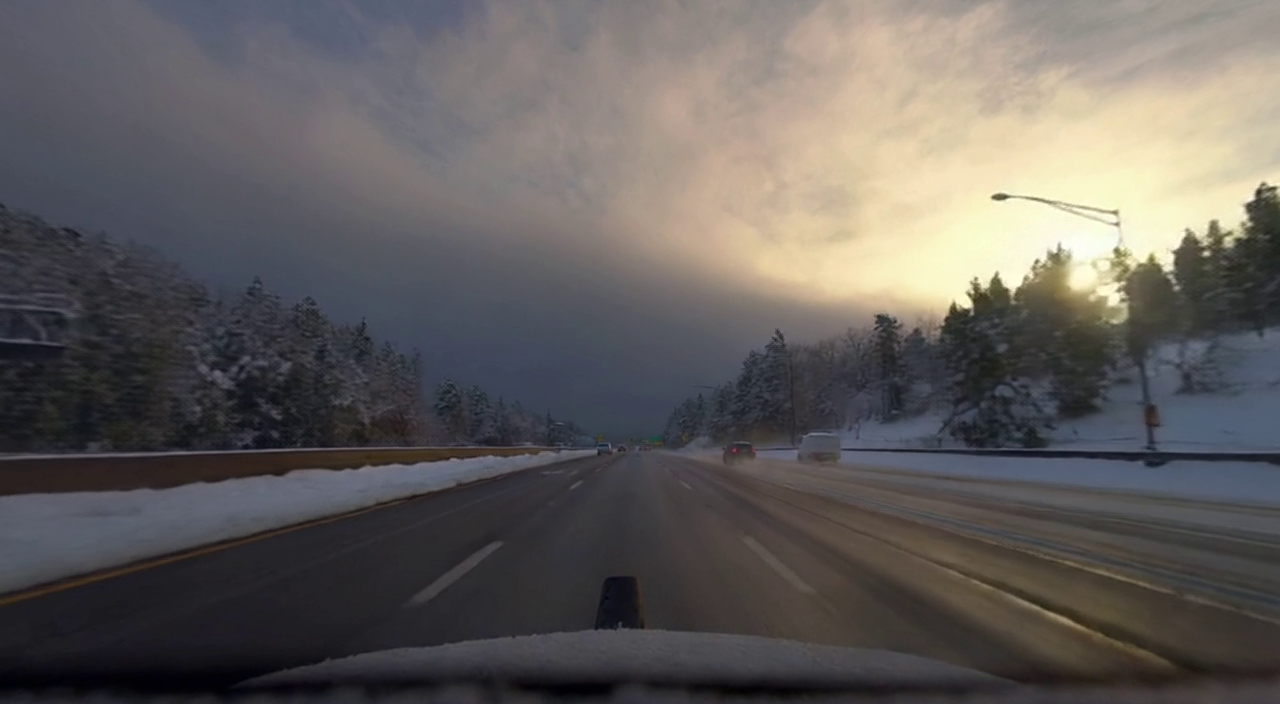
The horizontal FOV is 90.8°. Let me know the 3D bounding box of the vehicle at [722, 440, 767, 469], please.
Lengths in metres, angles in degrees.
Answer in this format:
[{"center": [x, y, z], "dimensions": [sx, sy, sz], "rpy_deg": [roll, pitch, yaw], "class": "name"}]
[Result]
[{"center": [6.503, 6.424, 39.705], "dimensions": [2.081, 1.705, 3.926], "rpy_deg": [0, -9, -1], "class": "vehicle"}]
